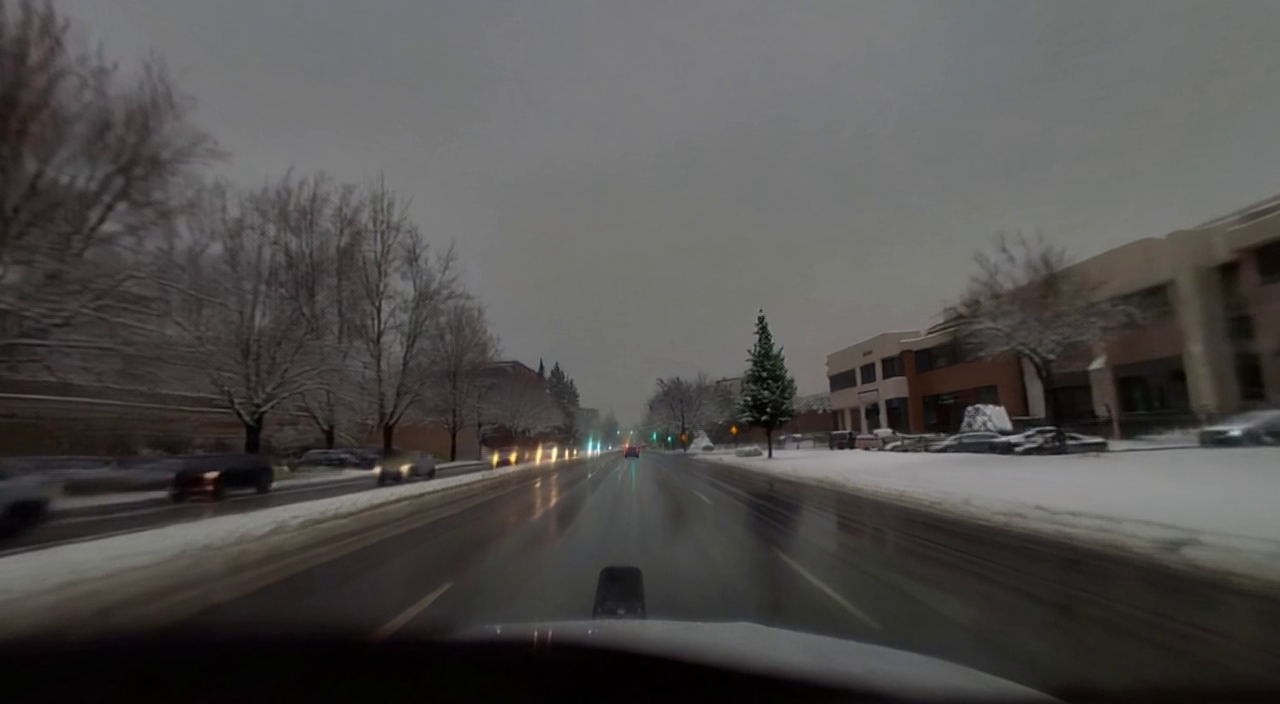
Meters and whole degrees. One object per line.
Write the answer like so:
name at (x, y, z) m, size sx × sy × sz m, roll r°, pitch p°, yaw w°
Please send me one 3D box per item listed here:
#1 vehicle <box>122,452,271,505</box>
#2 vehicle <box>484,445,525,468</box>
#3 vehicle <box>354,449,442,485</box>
vehicle at (-16.571, 4.693, 24.015) m, size 2.012 × 1.757 × 4.944 m, roll 0°, pitch -9°, yaw 1°
vehicle at (-10.279, 7.949, 48.225) m, size 2.025 × 1.704 × 4.523 m, roll 0°, pitch -9°, yaw 2°
vehicle at (-10.724, 5.118, 28.458) m, size 2.020 × 1.490 × 4.657 m, roll 0°, pitch -9°, yaw 1°
